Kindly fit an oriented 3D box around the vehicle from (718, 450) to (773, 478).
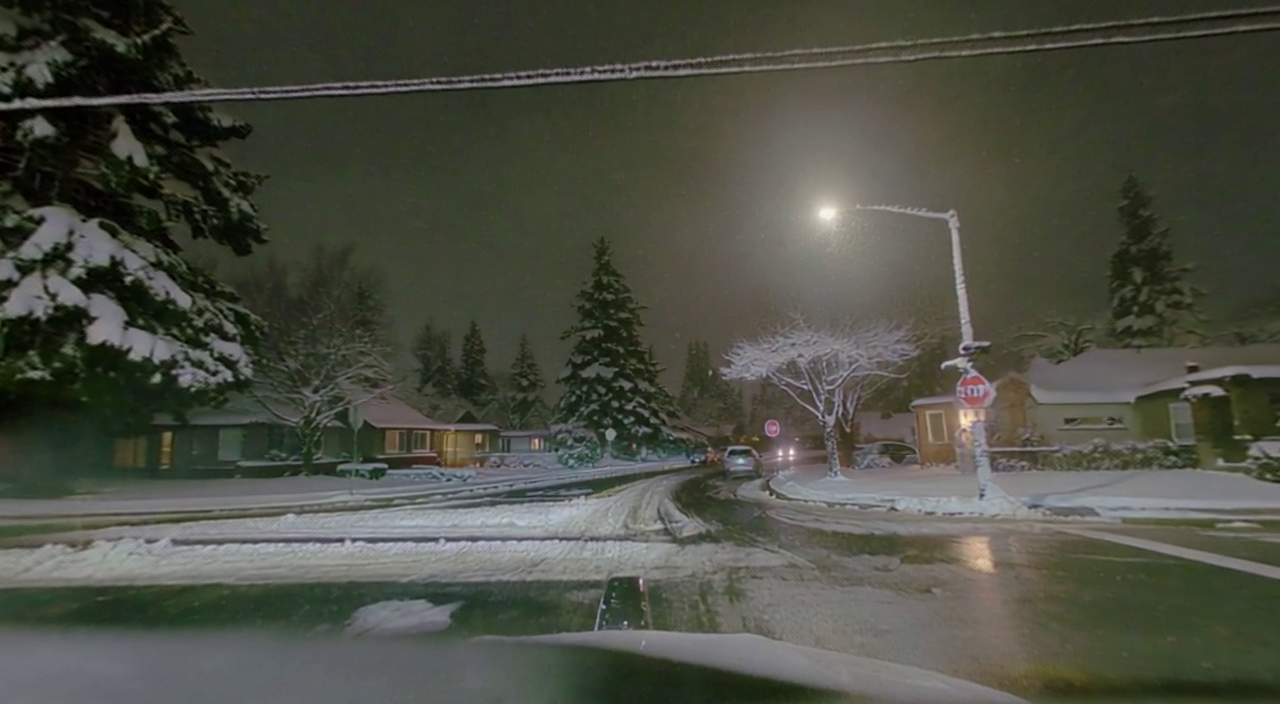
[{"bbox_3d":[6.986,7.252,41.236,2.692,1.649,4.689,-3,-9,20],"label":"vehicle"}]
